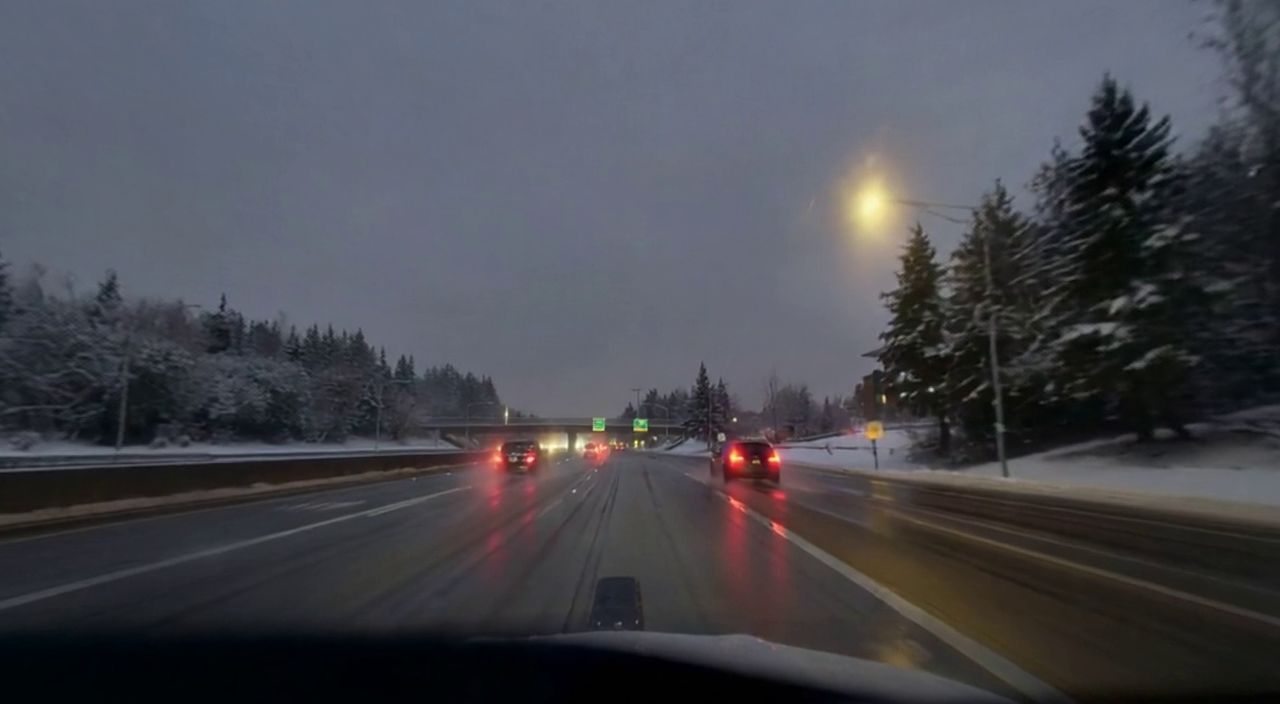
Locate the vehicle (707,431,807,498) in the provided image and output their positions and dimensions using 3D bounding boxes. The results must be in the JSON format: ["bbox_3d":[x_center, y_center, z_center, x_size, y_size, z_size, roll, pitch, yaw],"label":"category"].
[{"bbox_3d":[3.215,3.178,18.312,1.997,1.686,4.247,0,-8,-1],"label":"vehicle"}]

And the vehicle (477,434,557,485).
[{"bbox_3d":[-4.678,4.149,24.791,2.176,1.779,4.755,0,-8,0],"label":"vehicle"}]
